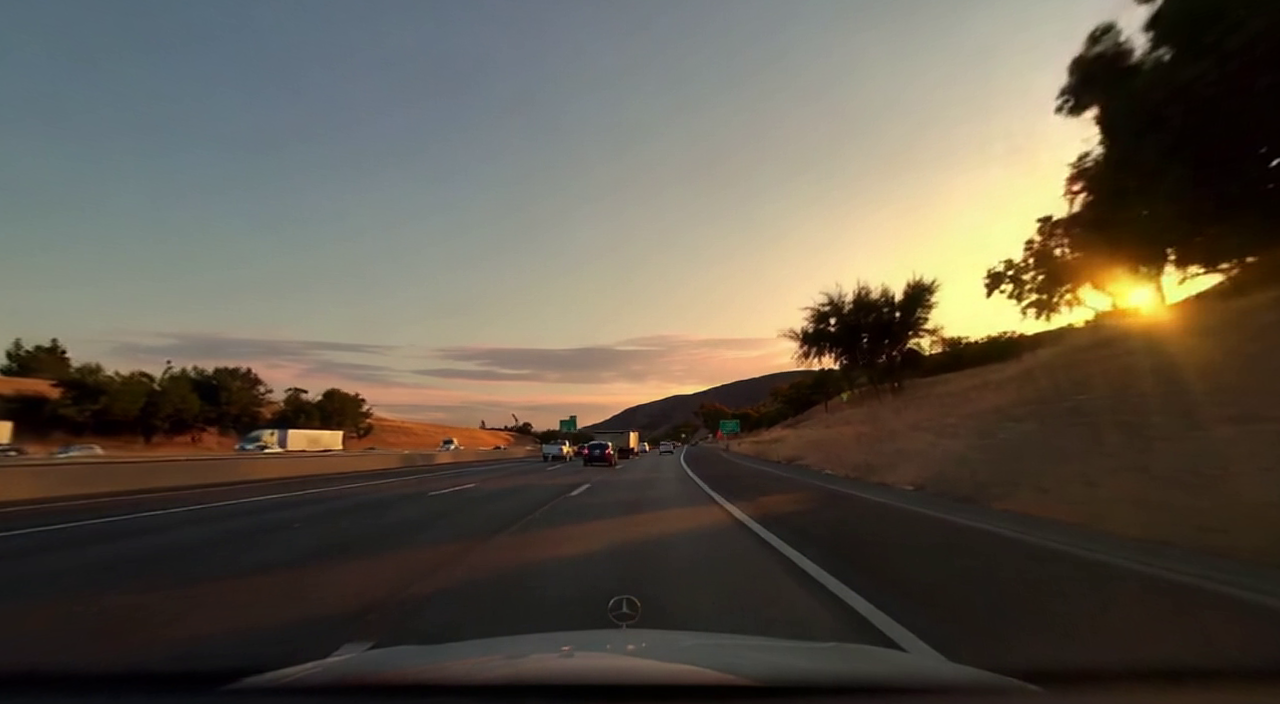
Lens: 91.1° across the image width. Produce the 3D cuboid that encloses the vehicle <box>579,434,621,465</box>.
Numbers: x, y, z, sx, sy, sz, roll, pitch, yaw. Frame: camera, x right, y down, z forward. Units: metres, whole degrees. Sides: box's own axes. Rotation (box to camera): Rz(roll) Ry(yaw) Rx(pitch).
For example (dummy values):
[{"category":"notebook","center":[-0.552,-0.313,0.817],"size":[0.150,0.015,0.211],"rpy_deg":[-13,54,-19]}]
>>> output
[{"category":"vehicle","center":[-2.401,5.963,38.548],"size":[2.194,1.766,3.720],"rpy_deg":[0,-9,3]}]

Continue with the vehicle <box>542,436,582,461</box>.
[{"category":"vehicle","center":[-5.740,7.160,46.633],"size":[2.078,1.729,4.722],"rpy_deg":[0,-9,3]}]
